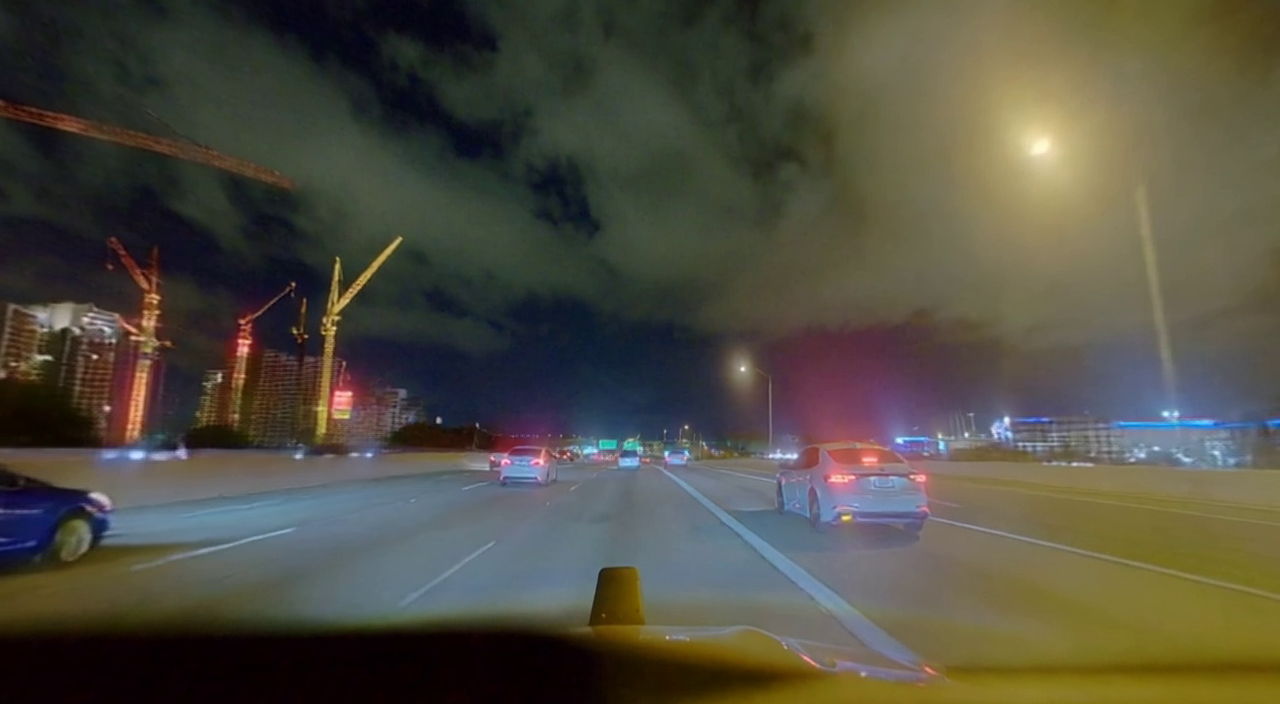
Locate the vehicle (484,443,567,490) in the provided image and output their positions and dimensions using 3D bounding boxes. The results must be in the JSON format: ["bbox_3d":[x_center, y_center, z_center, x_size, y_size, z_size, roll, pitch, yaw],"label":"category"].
[{"bbox_3d":[-4.023,4.087,23.018,2.136,1.512,4.488,0,-8,1],"label":"vehicle"}]

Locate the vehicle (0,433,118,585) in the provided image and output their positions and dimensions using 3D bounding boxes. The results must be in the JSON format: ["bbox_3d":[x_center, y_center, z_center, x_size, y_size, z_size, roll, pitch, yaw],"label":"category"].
[{"bbox_3d":[-7.497,1.493,5.706,1.951,1.528,4.209,0,-8,0],"label":"vehicle"}]

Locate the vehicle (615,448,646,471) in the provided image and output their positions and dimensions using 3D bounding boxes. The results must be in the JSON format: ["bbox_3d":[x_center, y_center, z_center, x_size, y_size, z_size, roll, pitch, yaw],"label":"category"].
[{"bbox_3d":[-0.624,7.364,43.383,2.019,1.472,3.971,0,-8,-1],"label":"vehicle"}]

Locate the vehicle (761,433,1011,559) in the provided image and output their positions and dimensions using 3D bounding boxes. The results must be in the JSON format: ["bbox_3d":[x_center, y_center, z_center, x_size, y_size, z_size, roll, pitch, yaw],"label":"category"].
[{"bbox_3d":[3.376,2.053,9.835,1.995,1.486,4.463,0,-8,-1],"label":"vehicle"}]

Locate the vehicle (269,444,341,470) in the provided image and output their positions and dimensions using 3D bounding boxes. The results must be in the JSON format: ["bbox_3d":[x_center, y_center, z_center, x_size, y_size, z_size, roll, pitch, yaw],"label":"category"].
[{"bbox_3d":[-20.396,6.403,38.708,1.848,1.498,4.626,0,-8,0],"label":"vehicle"}]
